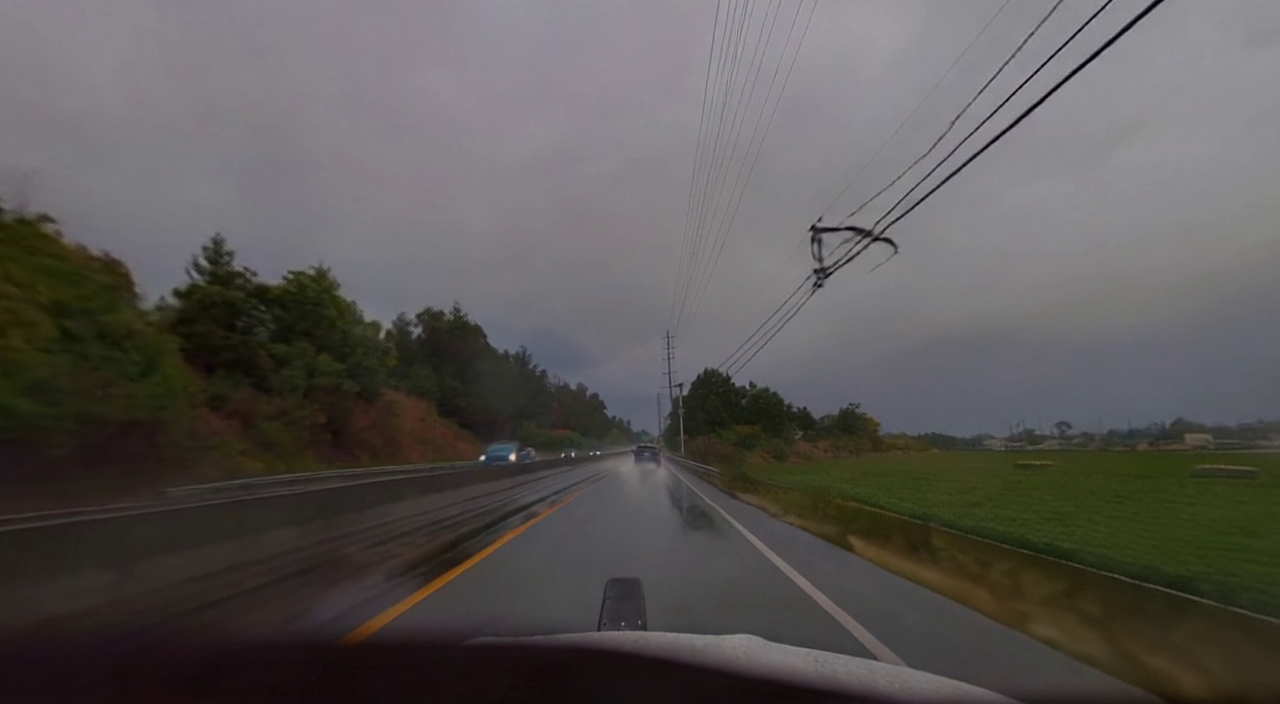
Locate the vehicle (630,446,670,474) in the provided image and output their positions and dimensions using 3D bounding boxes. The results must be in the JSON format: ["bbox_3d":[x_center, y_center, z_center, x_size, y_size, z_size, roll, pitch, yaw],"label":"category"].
[{"bbox_3d":[0.515,6.014,35.264,2.080,1.486,3.813,0,-9,0],"label":"vehicle"}]

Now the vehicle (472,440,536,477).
[{"bbox_3d":[-6.783,5.381,31.987,2.145,1.740,4.433,0,-9,1],"label":"vehicle"}]
